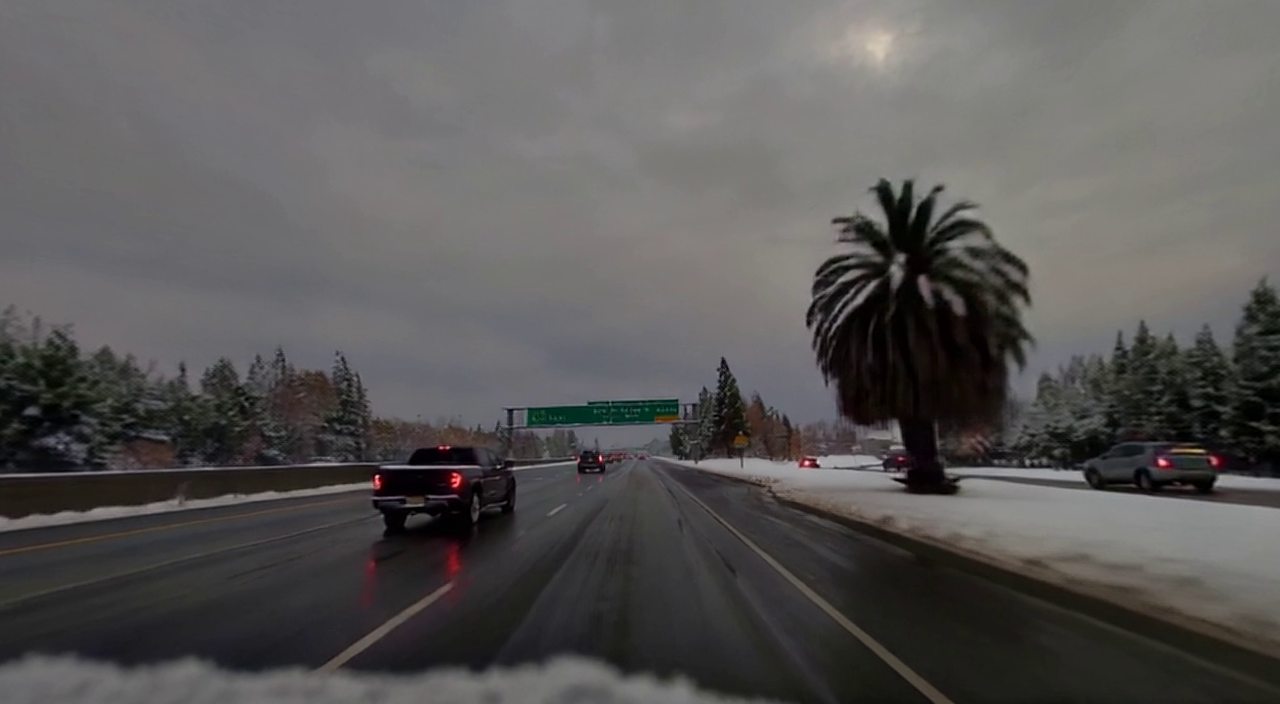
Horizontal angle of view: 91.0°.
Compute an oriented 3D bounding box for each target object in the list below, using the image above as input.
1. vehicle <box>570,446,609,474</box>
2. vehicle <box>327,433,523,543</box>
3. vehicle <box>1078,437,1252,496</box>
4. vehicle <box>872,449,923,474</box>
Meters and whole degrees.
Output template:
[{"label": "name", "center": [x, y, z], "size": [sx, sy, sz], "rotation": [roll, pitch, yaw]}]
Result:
[{"label": "vehicle", "center": [-3.731, 8.096, 47.388], "size": [2.420, 1.937, 5.916], "rotation": [0, -9, 0]}, {"label": "vehicle", "center": [-3.925, 2.568, 12.605], "size": [2.162, 1.747, 4.791], "rotation": [0, -9, 1]}, {"label": "vehicle", "center": [17.526, 3.836, 21.448], "size": [1.991, 1.755, 4.836], "rotation": [-1, -9, 4]}, {"label": "vehicle", "center": [19.615, 8.339, 48.261], "size": [2.033, 1.794, 5.116], "rotation": [-1, -9, 4]}]
